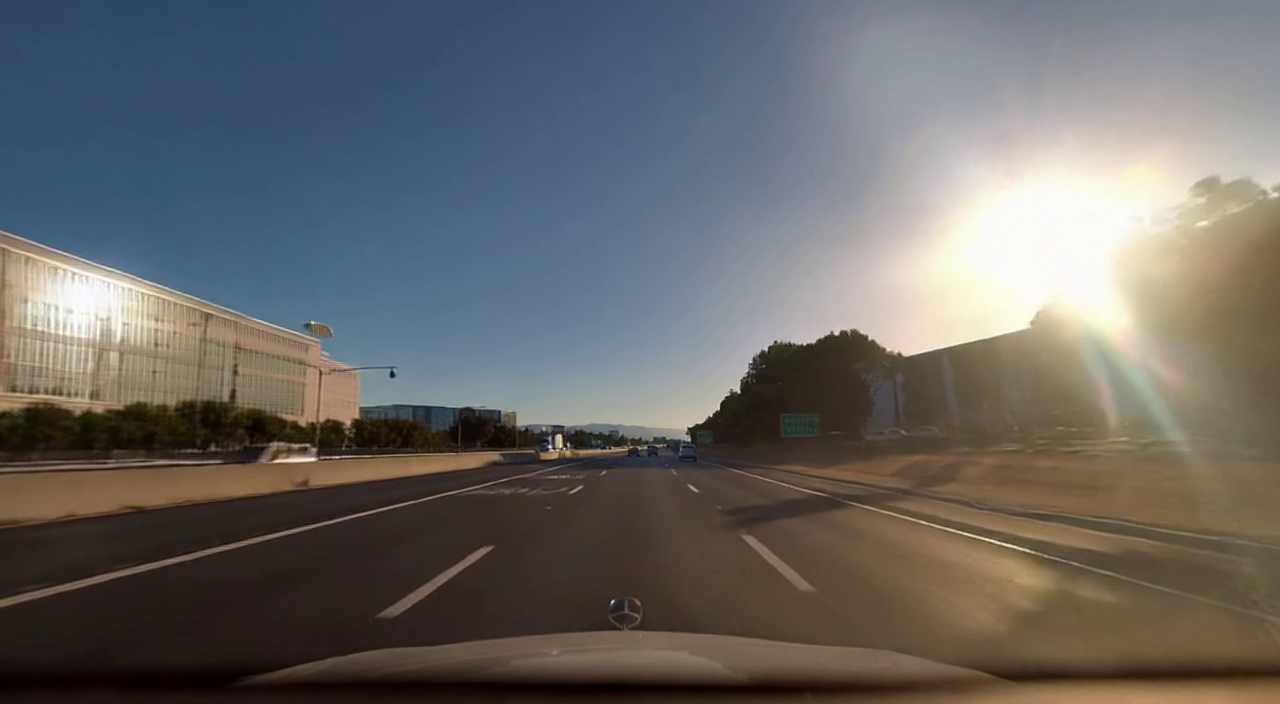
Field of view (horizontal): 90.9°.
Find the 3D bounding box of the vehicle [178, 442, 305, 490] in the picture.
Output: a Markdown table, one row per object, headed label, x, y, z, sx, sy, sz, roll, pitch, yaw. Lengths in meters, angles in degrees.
| label | x | y | z | sx | sy | sz | roll | pitch | yaw |
| --- | --- | --- | --- | --- | --- | --- | --- | --- | --- |
| vehicle | -15.967 | 4.556 | 25.644 | 1.991 | 1.734 | 4.735 | 0 | -8 | 1 |
